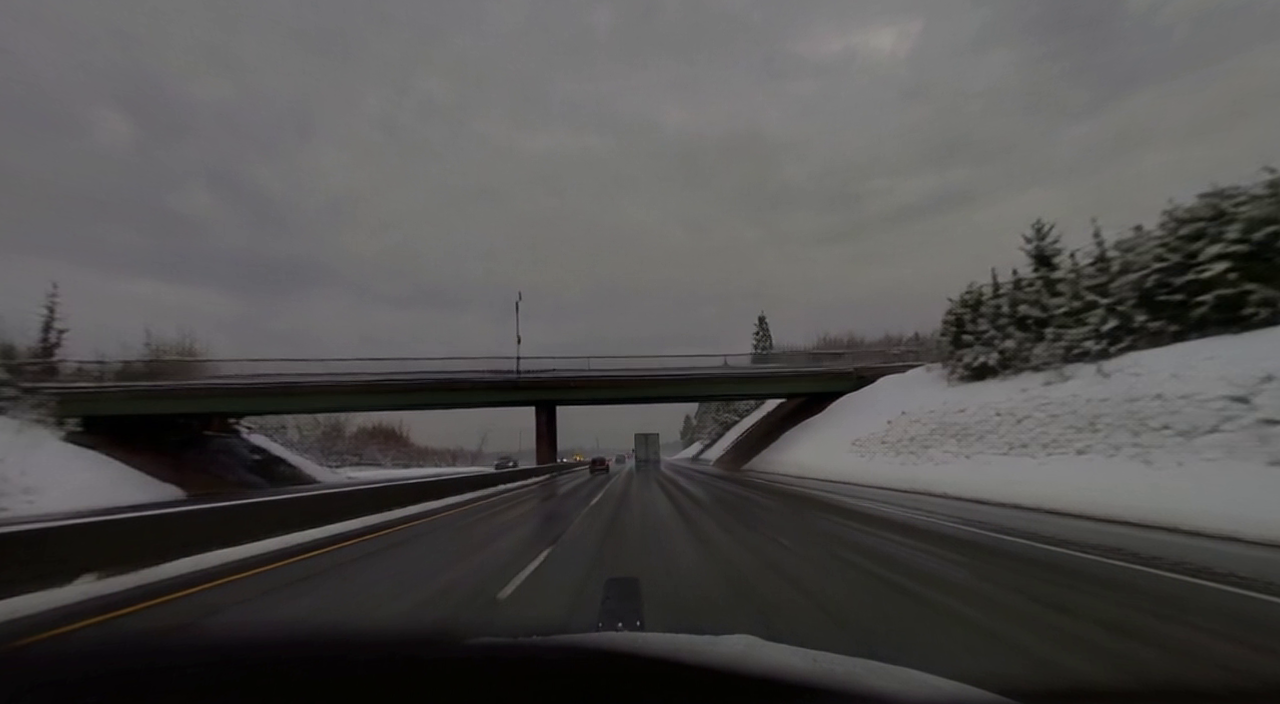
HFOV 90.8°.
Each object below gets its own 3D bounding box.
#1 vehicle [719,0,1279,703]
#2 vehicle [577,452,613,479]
[{"bbox_3d":[4.074,1.158,11.550,3.131,4.037,16.729,0,-9,0],"label":"vehicle"},{"bbox_3d":[-2.844,7.303,40.890,2.007,1.647,3.854,0,-9,0],"label":"vehicle"}]
